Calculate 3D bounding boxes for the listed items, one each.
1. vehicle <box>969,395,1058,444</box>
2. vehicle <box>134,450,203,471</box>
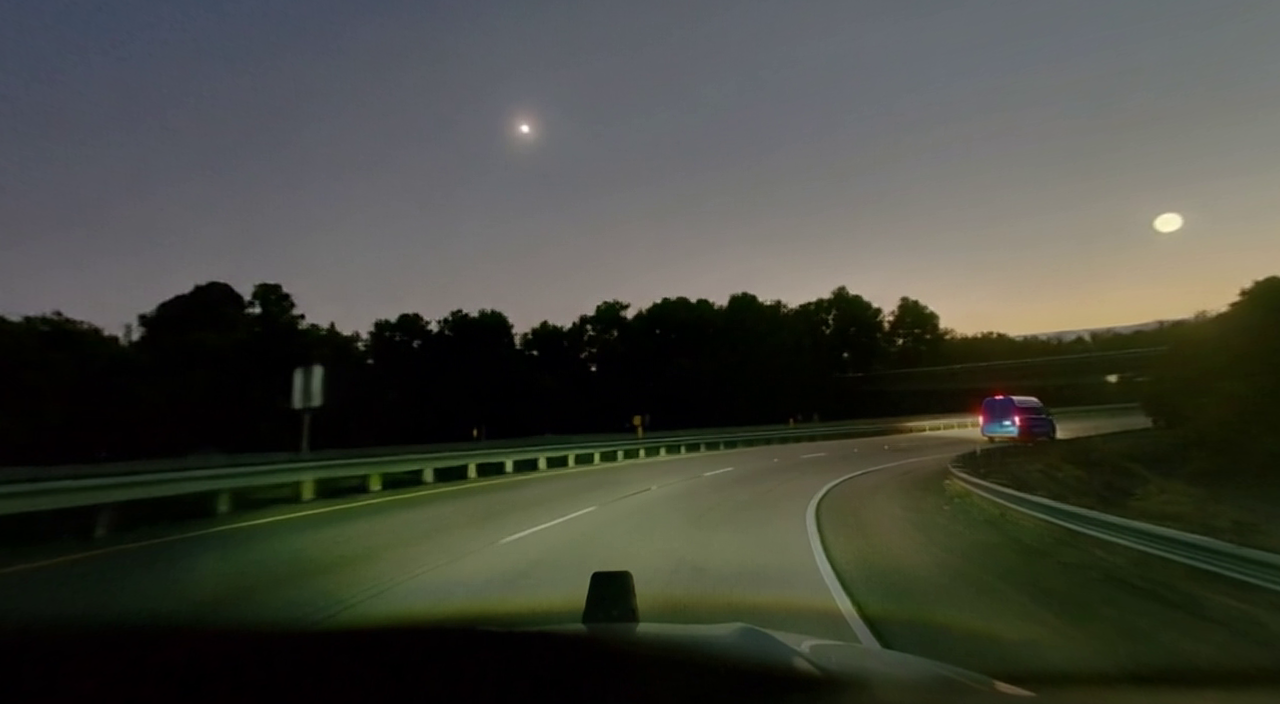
[{"bbox_3d":[21.394,3.911,36.007,5.330,2.577,2.352,6,-9,-36],"label":"vehicle"},{"bbox_3d":[-35.570,8.163,47.625,3.756,1.464,1.852,3,-8,-20],"label":"vehicle"}]
